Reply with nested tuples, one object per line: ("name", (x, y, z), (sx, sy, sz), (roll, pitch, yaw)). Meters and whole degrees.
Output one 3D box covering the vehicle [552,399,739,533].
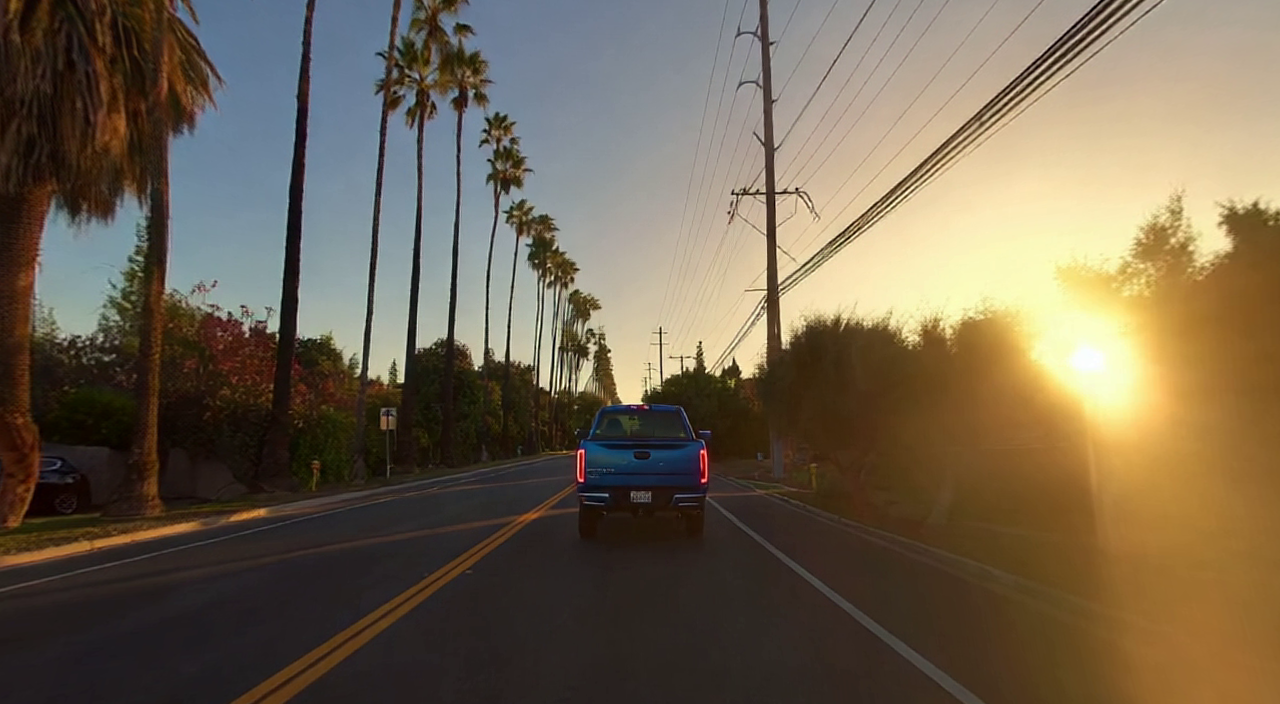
("vehicle", (0.044, 2.154, 12.494), (2.803, 2.005, 5.885), (0, -8, -1))
